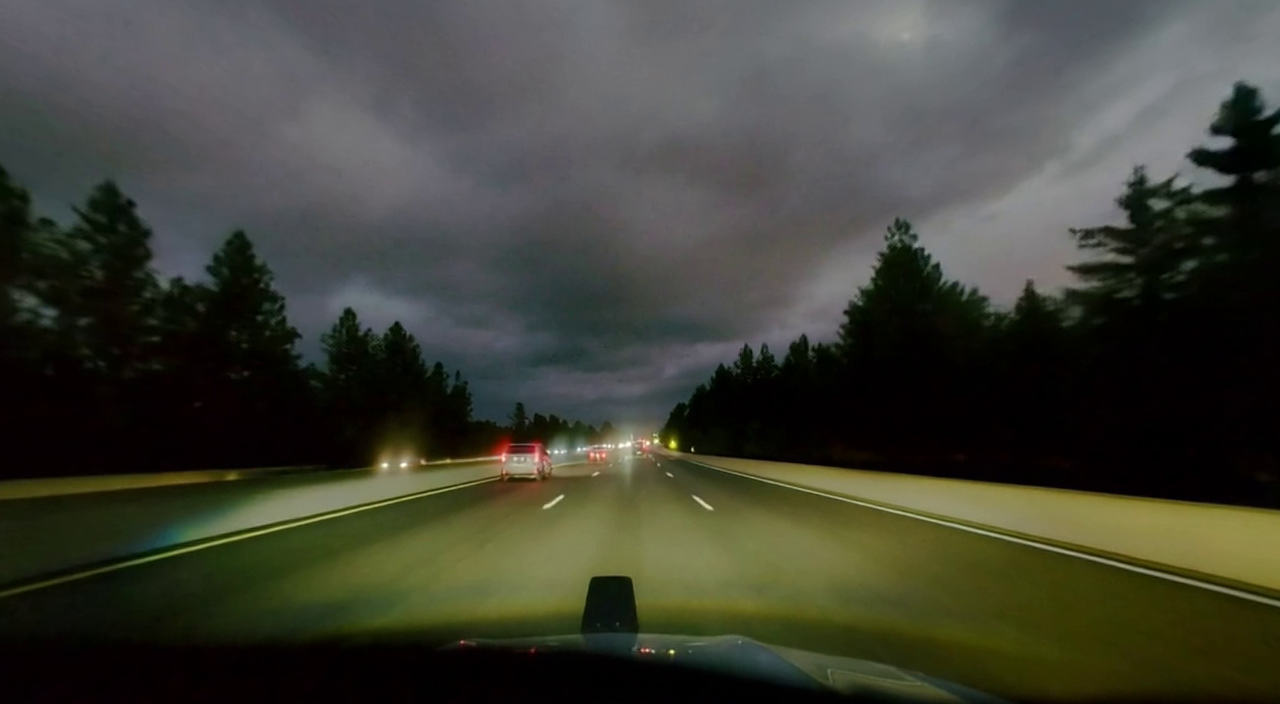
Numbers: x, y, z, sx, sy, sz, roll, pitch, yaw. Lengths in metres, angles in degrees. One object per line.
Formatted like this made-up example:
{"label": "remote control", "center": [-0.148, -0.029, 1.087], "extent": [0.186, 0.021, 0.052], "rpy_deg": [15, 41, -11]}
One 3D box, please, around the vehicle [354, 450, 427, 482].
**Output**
{"label": "vehicle", "center": [-12.848, 5.873, 32.558], "extent": [2.007, 1.495, 4.319], "rpy_deg": [0, -9, 0]}

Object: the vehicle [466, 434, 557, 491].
{"label": "vehicle", "center": [-4.170, 3.671, 21.114], "extent": [2.151, 1.693, 4.201], "rpy_deg": [0, -9, 0]}
